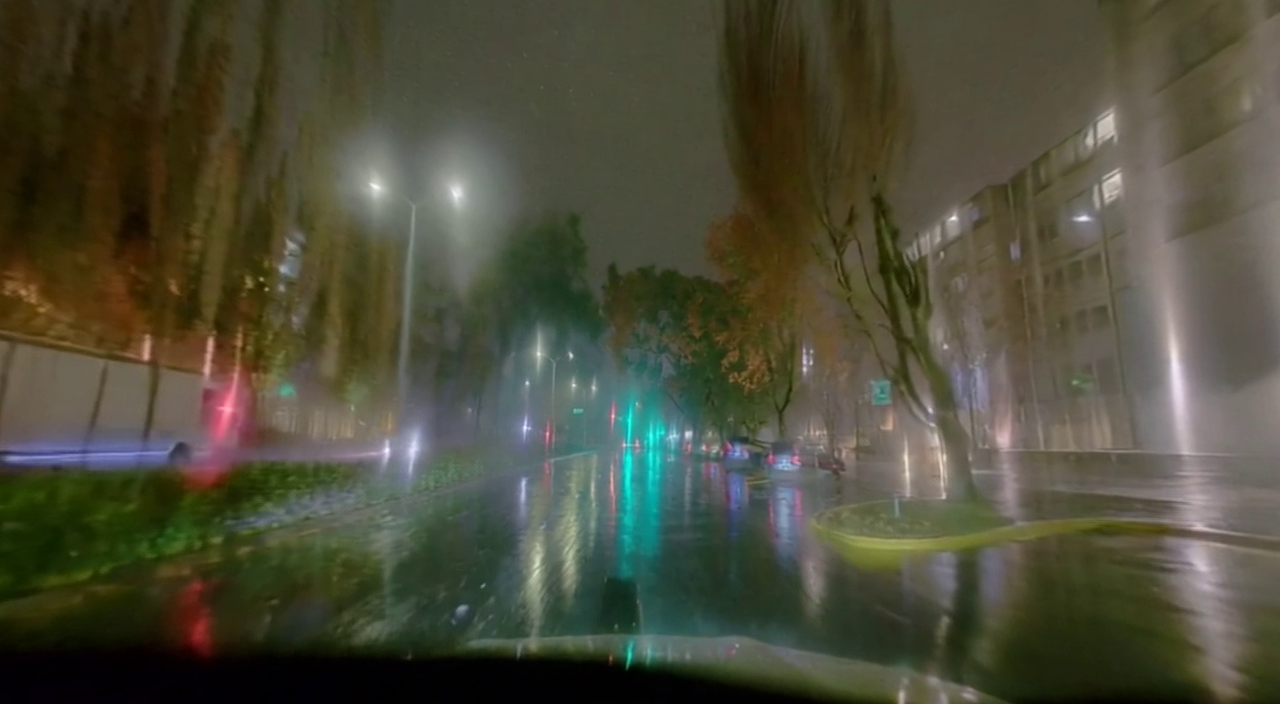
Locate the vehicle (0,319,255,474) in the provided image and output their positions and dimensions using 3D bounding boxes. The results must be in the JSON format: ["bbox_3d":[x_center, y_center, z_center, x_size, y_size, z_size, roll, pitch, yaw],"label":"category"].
[{"bbox_3d":[-18.857,1.811,21.250,3.054,4.140,14.110,-1,-8,-1],"label":"vehicle"}]

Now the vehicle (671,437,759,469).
[{"bbox_3d":[3.946,5.222,32.827,4.424,1.498,1.854,5,-10,-36],"label":"vehicle"}]

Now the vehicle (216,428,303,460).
[{"bbox_3d":[-18.968,4.613,31.590,1.828,1.502,4.103,0,-8,-1],"label":"vehicle"}]

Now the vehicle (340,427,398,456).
[{"bbox_3d":[-19.108,6.339,44.570,1.963,1.843,4.866,-1,-8,-1],"label":"vehicle"}]

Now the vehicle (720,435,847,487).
[{"bbox_3d":[4.621,3.401,20.057,3.896,1.488,1.868,6,-10,-38],"label":"vehicle"}]

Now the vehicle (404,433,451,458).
[{"bbox_3d":[-15.463,6.805,45.943,2.012,1.655,4.241,0,-8,-1],"label":"vehicle"}]
